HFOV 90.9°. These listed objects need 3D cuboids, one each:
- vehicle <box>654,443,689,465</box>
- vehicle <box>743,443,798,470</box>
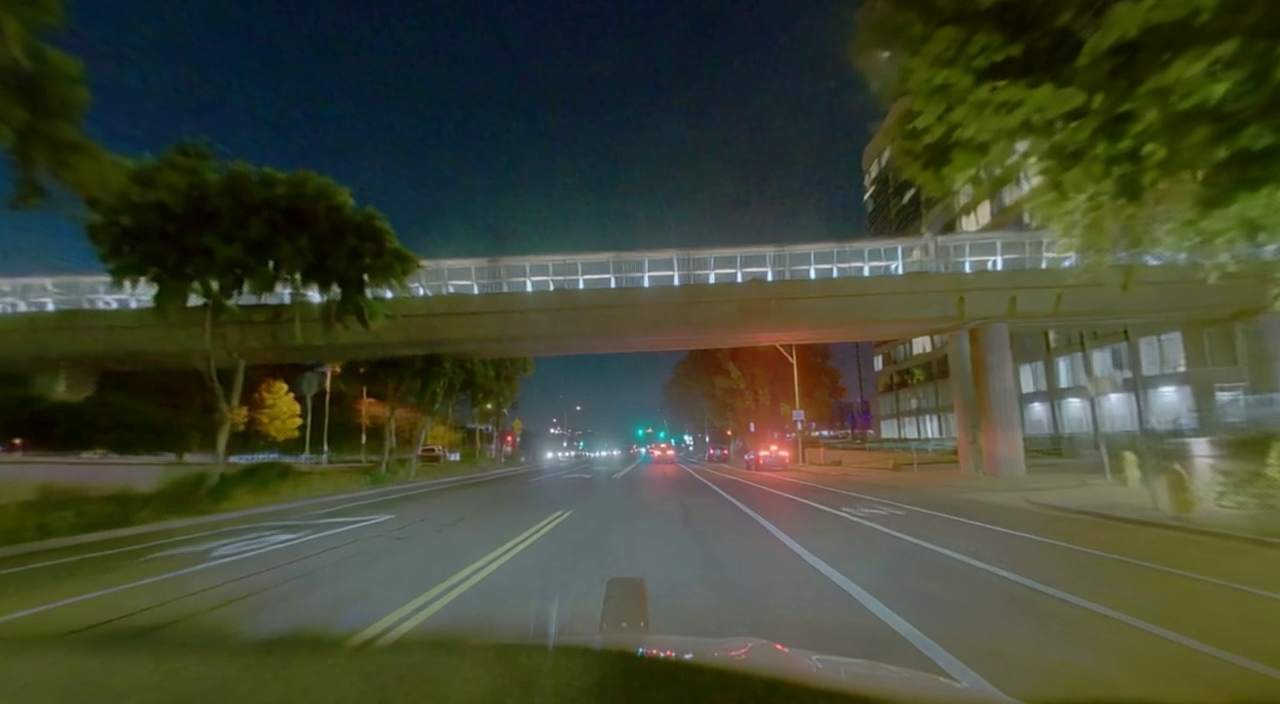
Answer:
[{"bbox_3d":[2.135,7.081,43.881,2.280,1.475,4.051,0,-9,1],"label":"vehicle"},{"bbox_3d":[7.226,5.821,35.328,2.035,1.435,4.481,0,-9,-1],"label":"vehicle"}]
